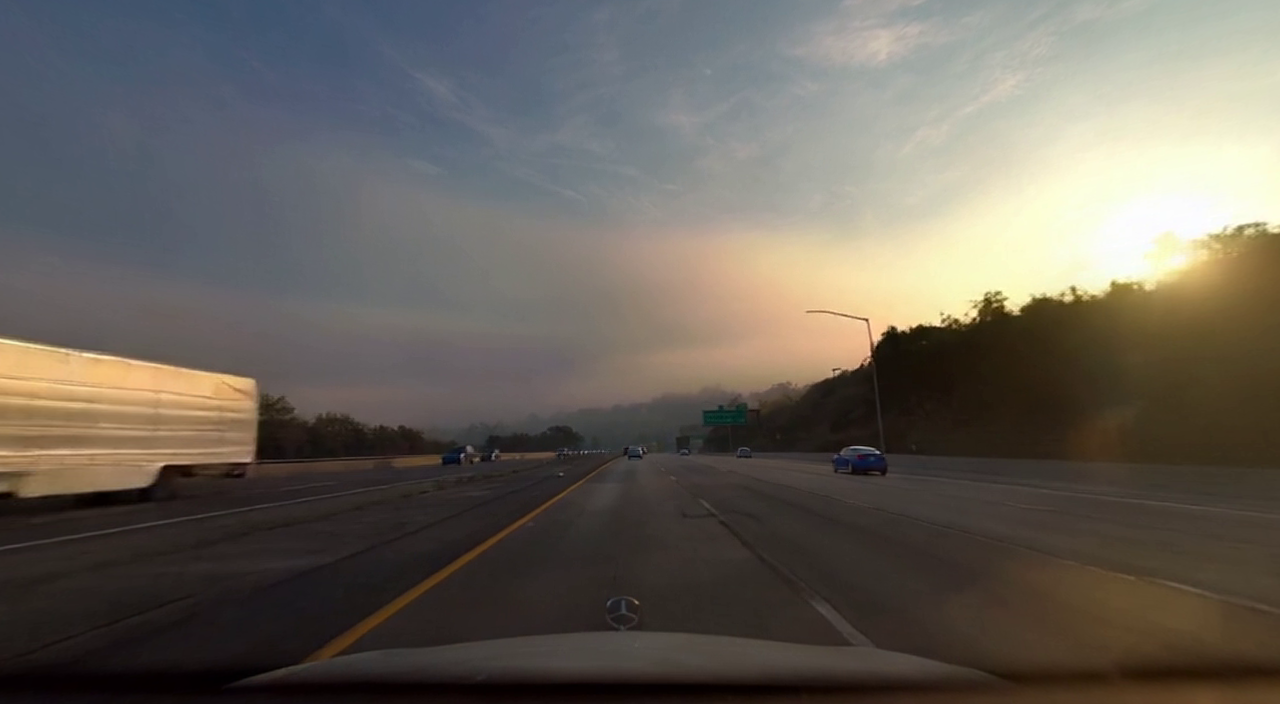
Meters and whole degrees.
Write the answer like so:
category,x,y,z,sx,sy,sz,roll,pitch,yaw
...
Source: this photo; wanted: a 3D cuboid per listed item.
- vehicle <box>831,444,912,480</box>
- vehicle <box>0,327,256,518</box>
category,x,y,z,sx,sy,sz,roll,pitch,yaw
vehicle,10.608,5.064,29.392,2.024,1.481,4.747,0,-8,0
vehicle,-17.579,2.031,17.826,3.115,4.736,16.407,0,-8,0
